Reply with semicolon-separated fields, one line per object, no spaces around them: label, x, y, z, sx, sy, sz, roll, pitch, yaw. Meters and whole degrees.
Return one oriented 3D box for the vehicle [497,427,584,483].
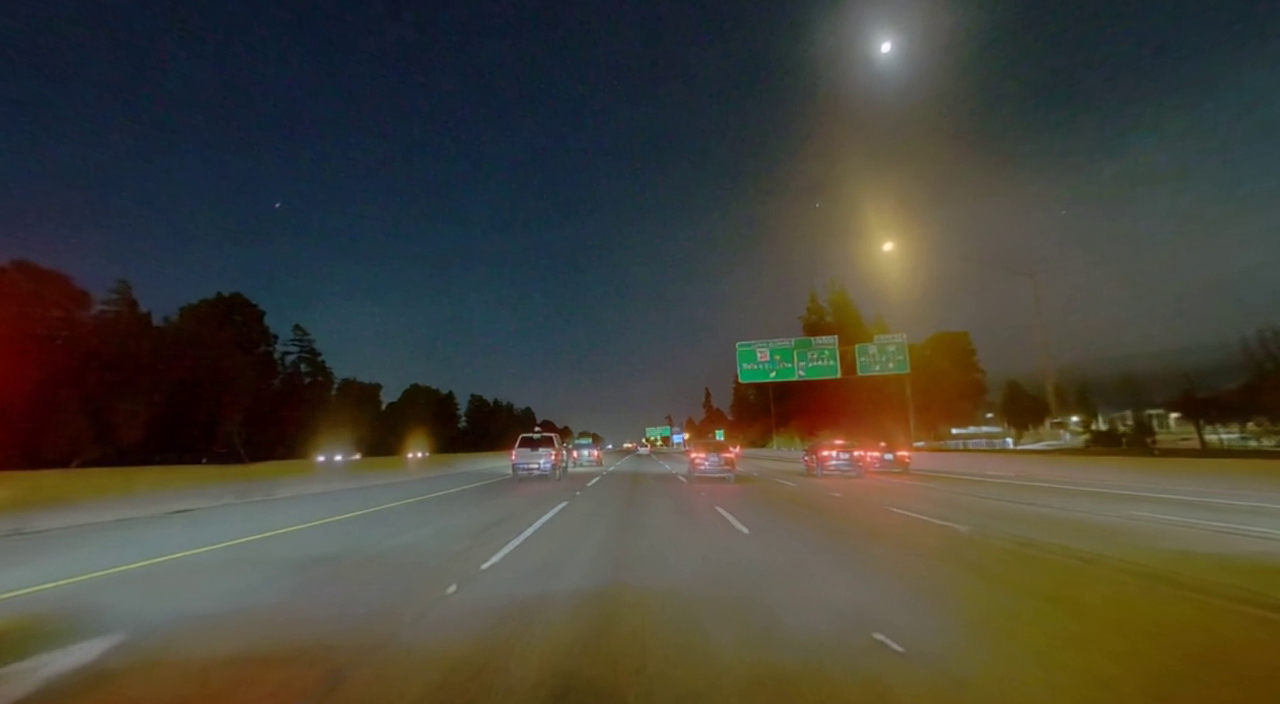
vehicle;-3.430;3.687;22.763;2.199;1.777;4.790;0;-9;2

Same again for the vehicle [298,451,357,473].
vehicle;-23.708;8.345;47.960;1.968;1.518;4.676;0;-9;2

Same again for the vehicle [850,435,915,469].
vehicle;13.467;5.577;35.230;2.010;1.765;4.375;0;-9;2

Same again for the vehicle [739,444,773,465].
vehicle;8.558;7.576;46.784;1.815;1.479;3.892;0;-9;1

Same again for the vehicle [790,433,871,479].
vehicle;7.602;4.200;25.593;2.022;1.682;4.226;0;-9;1

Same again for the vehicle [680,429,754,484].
vehicle;2.554;3.589;21.853;2.181;1.728;3.970;0;-9;2
